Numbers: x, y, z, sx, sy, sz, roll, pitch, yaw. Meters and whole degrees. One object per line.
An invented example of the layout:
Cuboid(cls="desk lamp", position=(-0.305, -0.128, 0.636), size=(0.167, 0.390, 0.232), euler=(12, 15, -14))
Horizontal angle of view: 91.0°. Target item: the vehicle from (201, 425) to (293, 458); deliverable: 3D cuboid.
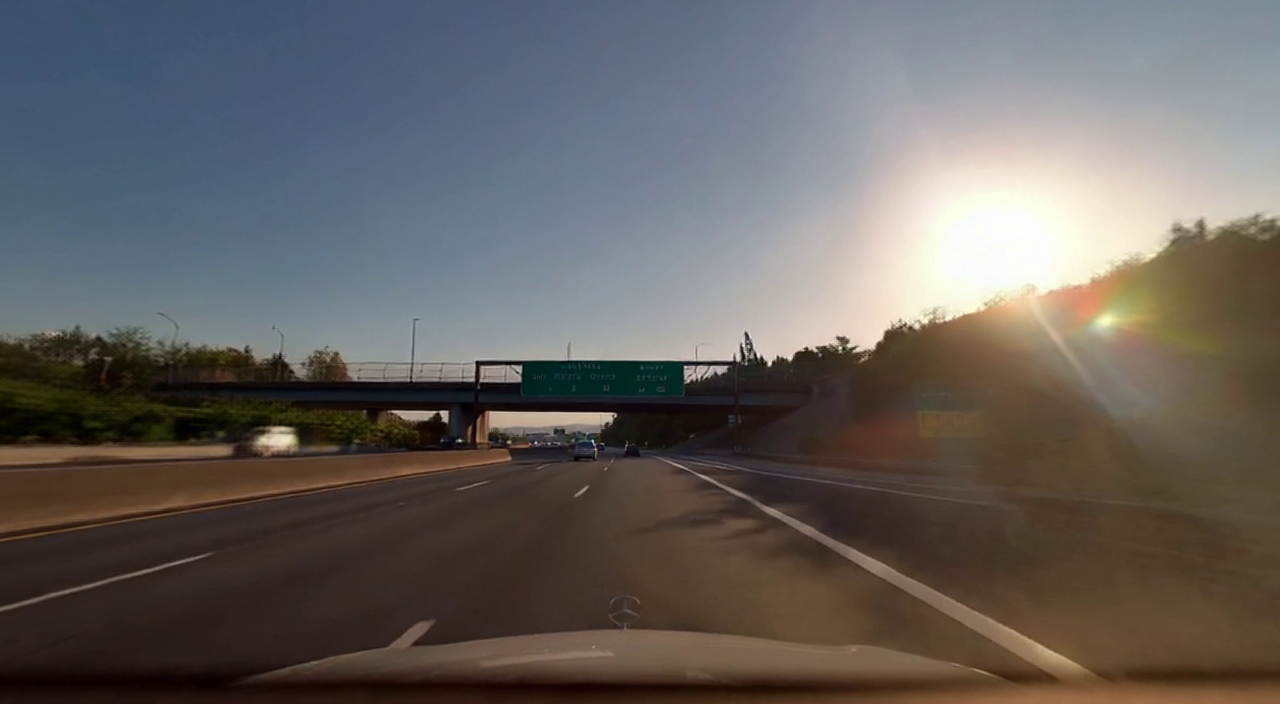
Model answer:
Cuboid(cls="vehicle", position=(-22.739, 5.225, 36.691), size=(1.973, 1.735, 5.274), euler=(0, -8, 0))
